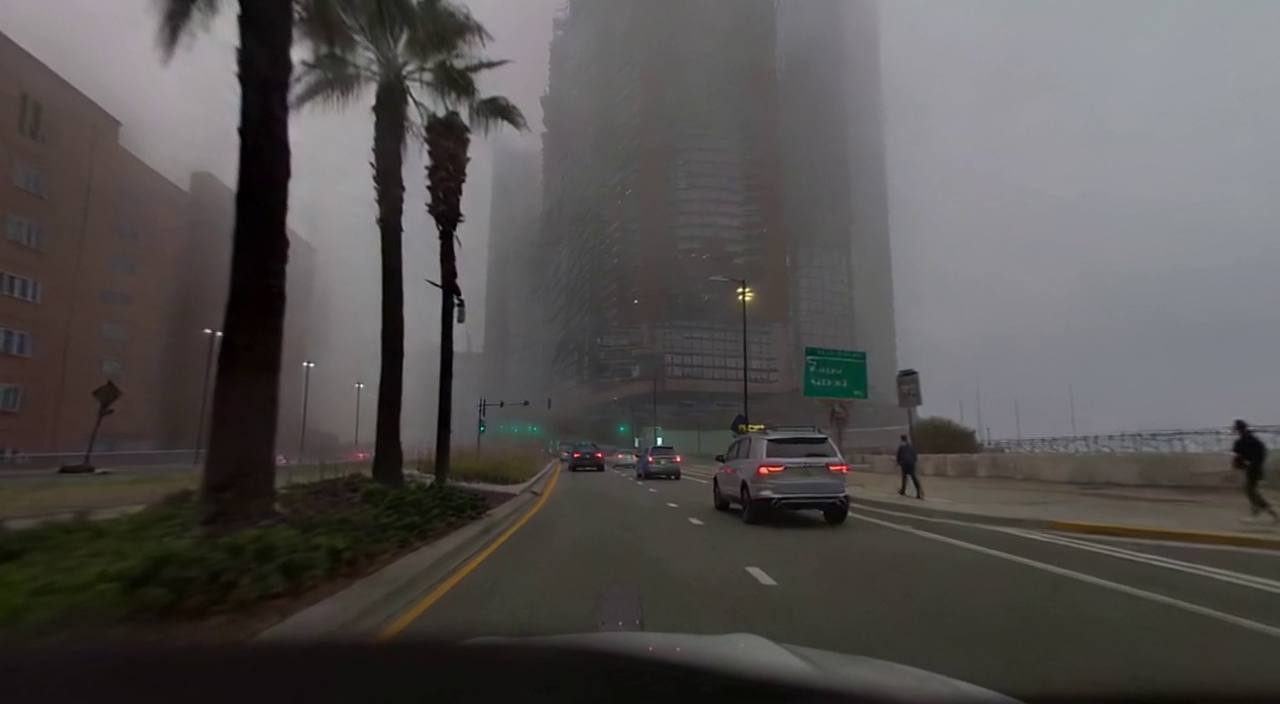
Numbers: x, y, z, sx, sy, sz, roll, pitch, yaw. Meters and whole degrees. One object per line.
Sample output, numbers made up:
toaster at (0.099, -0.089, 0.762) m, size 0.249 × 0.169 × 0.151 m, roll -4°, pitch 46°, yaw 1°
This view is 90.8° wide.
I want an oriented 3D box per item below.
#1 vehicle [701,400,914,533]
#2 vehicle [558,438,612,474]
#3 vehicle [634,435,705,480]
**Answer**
vehicle at (2.799, 2.117, 12.214) m, size 2.407 × 1.991 × 5.130 m, roll 0°, pitch -9°, yaw -4°
vehicle at (-2.846, 5.195, 31.712) m, size 2.332 × 1.625 × 4.933 m, roll 1°, pitch -9°, yaw -9°
vehicle at (1.108, 4.400, 26.585) m, size 2.214 × 1.711 × 4.474 m, roll 1°, pitch -9°, yaw -7°
